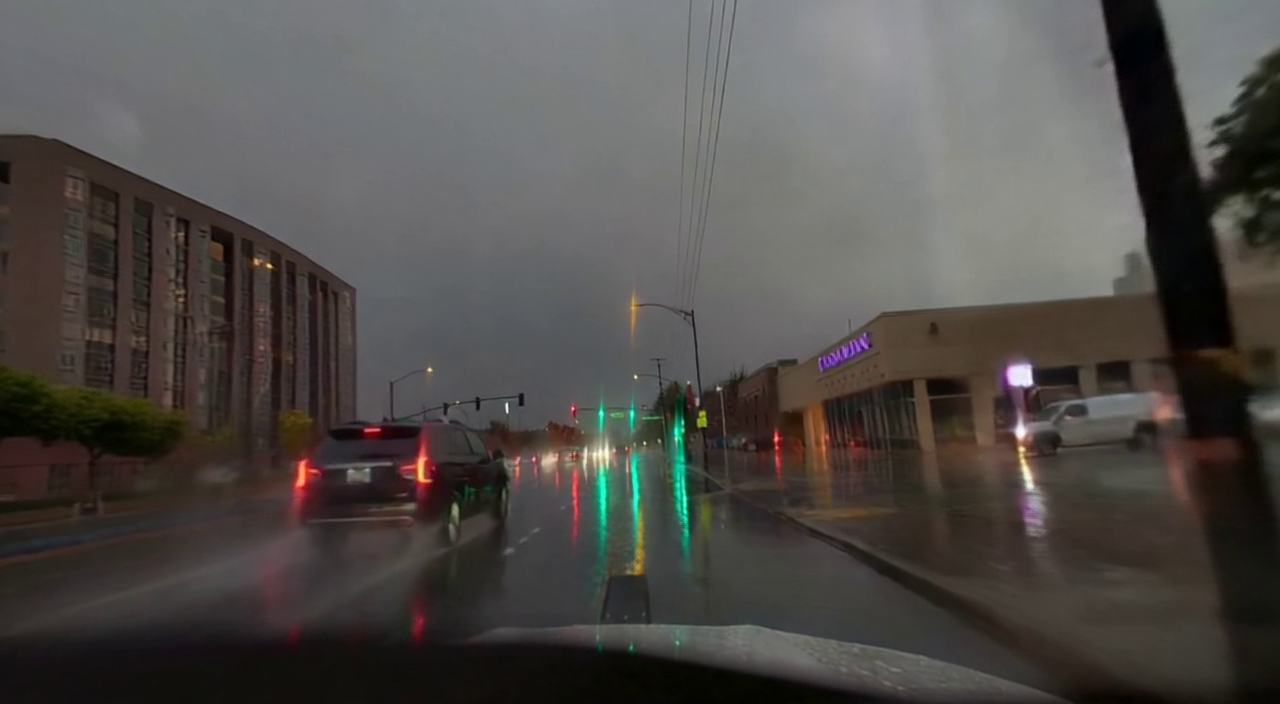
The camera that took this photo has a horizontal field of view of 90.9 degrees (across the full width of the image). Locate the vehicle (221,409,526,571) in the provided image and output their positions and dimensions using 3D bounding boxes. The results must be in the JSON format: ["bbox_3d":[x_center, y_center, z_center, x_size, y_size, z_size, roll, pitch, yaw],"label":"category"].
[{"bbox_3d":[-3.348,1.863,9.347,2.277,1.743,4.893,0,-8,1],"label":"vehicle"}]

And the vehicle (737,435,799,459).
[{"bbox_3d":[9.864,7.358,48.890,4.361,1.550,2.087,1,-13,2],"label":"vehicle"}]

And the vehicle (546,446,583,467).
[{"bbox_3d":[-5.666,7.870,47.824,2.030,1.488,4.650,-1,-8,2],"label":"vehicle"}]

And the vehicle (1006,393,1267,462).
[{"bbox_3d":[11.842,1.858,15.330,4.573,1.532,1.983,-1,-9,1],"label":"vehicle"}]

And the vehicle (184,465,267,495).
[{"bbox_3d":[-27.954,8.589,42.540,4.398,1.737,1.950,6,-10,-37],"label":"vehicle"}]
